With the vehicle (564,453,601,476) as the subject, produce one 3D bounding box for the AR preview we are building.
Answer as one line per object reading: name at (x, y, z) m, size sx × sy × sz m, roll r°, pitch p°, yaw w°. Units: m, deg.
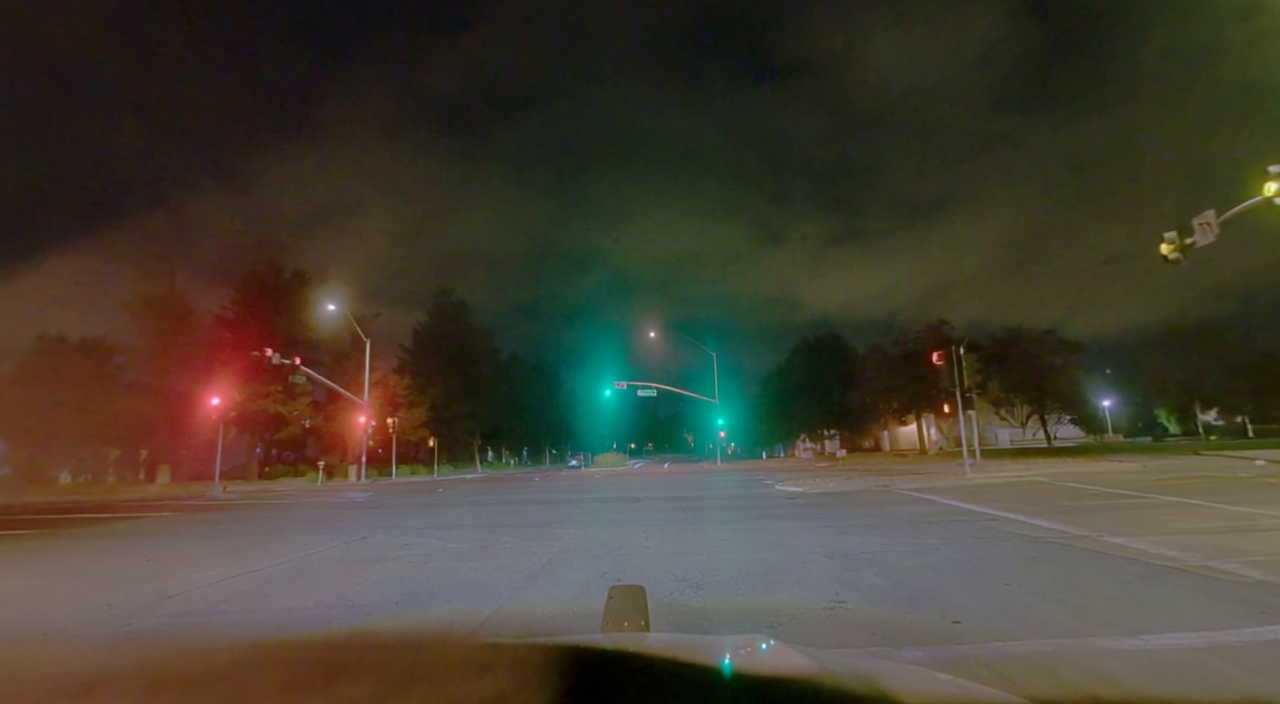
vehicle at (-4.479, 8.843, 49.821) m, size 2.030 × 1.704 × 4.205 m, roll -1°, pitch -8°, yaw 7°
